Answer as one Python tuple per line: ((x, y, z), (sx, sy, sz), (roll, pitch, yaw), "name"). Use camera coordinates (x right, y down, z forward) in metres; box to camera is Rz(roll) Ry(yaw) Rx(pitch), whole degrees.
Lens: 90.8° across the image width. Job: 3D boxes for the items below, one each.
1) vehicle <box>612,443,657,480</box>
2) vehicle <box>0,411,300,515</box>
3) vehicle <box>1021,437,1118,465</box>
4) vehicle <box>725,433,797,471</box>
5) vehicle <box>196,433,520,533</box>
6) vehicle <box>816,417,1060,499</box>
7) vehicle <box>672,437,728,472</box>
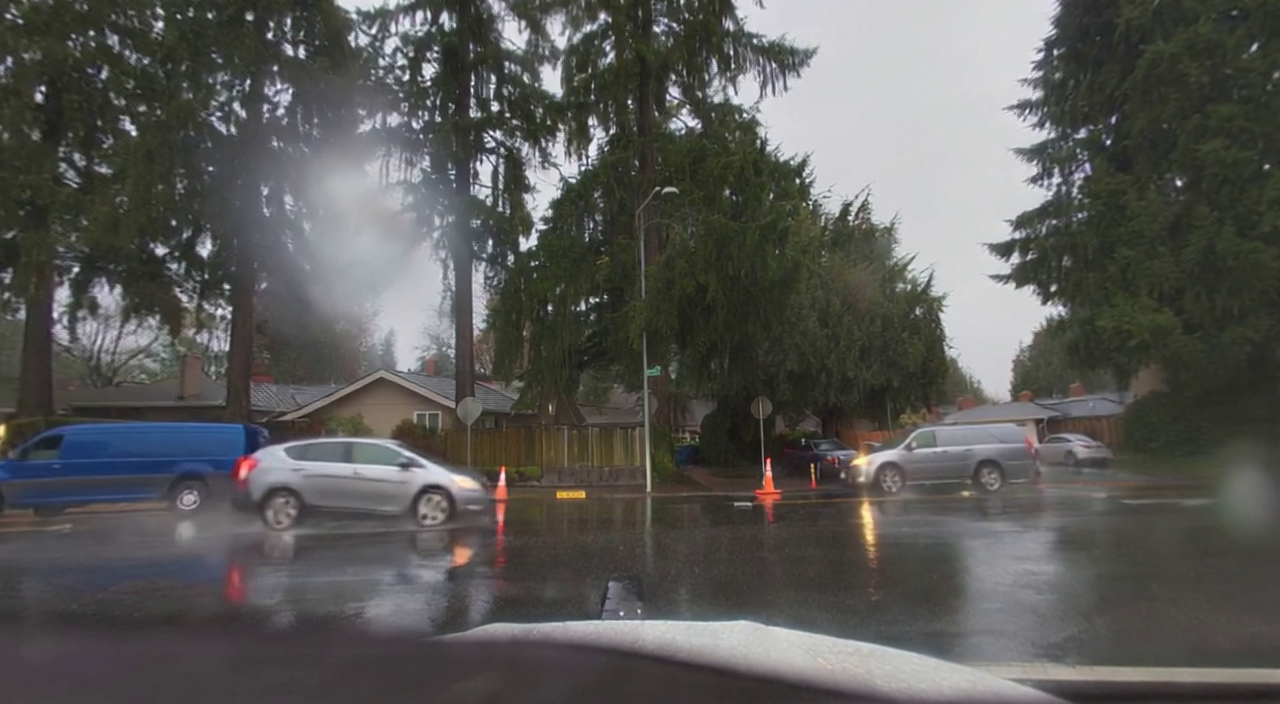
((-0.304, 4.783, 27.865), (1.648, 1.430, 3.654), (4, -8, -4), "vehicle")
((-14.133, 3.090, 17.387), (7.824, 2.323, 2.863), (-2, -10, -3), "vehicle")
((22.717, 5.240, 33.485), (3.863, 1.453, 1.826), (1, -8, -4), "vehicle")
((5.327, 4.492, 28.426), (2.007, 1.555, 4.204), (1, -9, -7), "vehicle")
((-4.651, 2.231, 11.117), (4.684, 1.556, 2.087), (0, -8, -2), "vehicle")
((7.257, 2.619, 15.753), (5.047, 1.851, 2.103), (1, -9, -6), "vehicle")
((2.608, 4.575, 28.385), (1.745, 1.461, 4.074), (1, -9, -5), "vehicle")
